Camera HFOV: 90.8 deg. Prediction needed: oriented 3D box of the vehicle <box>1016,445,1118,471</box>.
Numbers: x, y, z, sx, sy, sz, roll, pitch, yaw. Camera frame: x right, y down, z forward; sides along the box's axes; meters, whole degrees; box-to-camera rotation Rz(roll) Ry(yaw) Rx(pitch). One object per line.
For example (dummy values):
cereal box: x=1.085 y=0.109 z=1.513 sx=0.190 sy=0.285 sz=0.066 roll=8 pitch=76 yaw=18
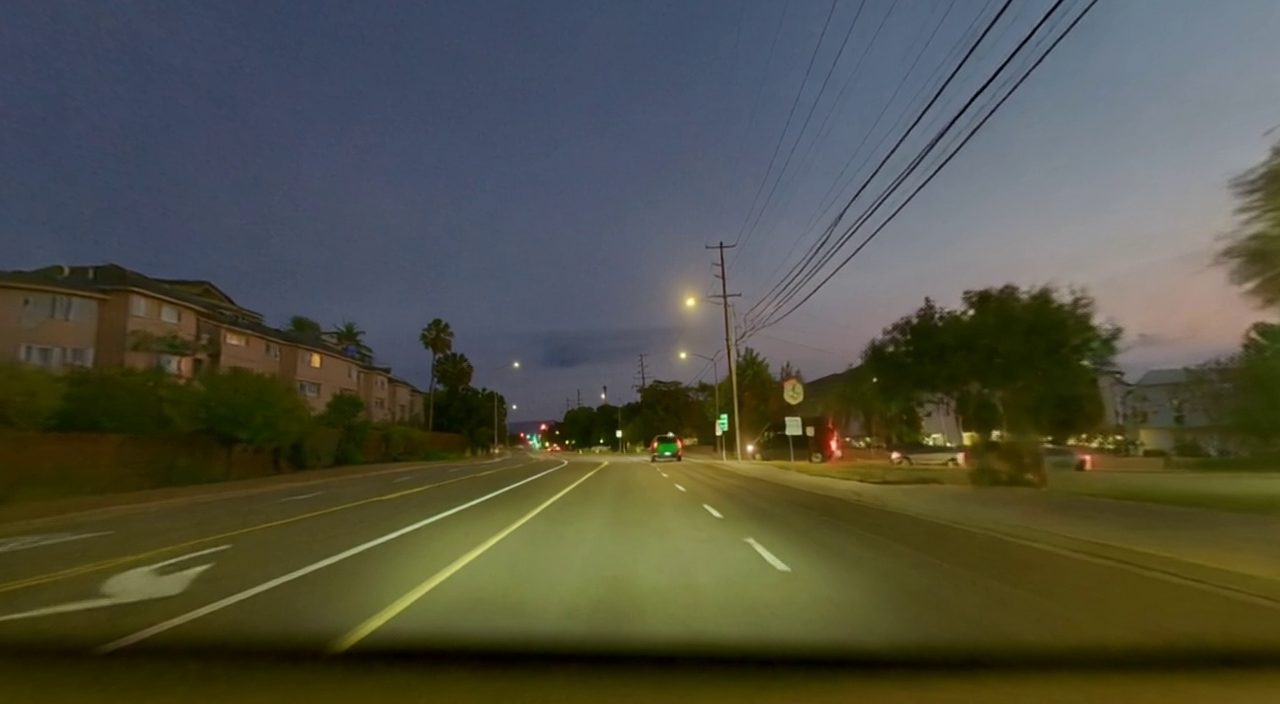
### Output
vehicle: x=24.278 y=6.030 z=36.003 sx=4.462 sy=1.449 sz=1.877 roll=0 pitch=-8 yaw=-2

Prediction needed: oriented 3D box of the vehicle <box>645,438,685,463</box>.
vehicle: x=1.543 y=6.304 z=40.521 sx=2.015 sy=1.467 sz=4.117 roll=1 pitch=-8 yaw=-6

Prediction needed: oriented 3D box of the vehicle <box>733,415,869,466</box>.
vehicle: x=10.328 y=5.761 z=40.883 sx=7.877 sy=3.013 sz=2.916 roll=-5 pitch=-10 yaw=30
